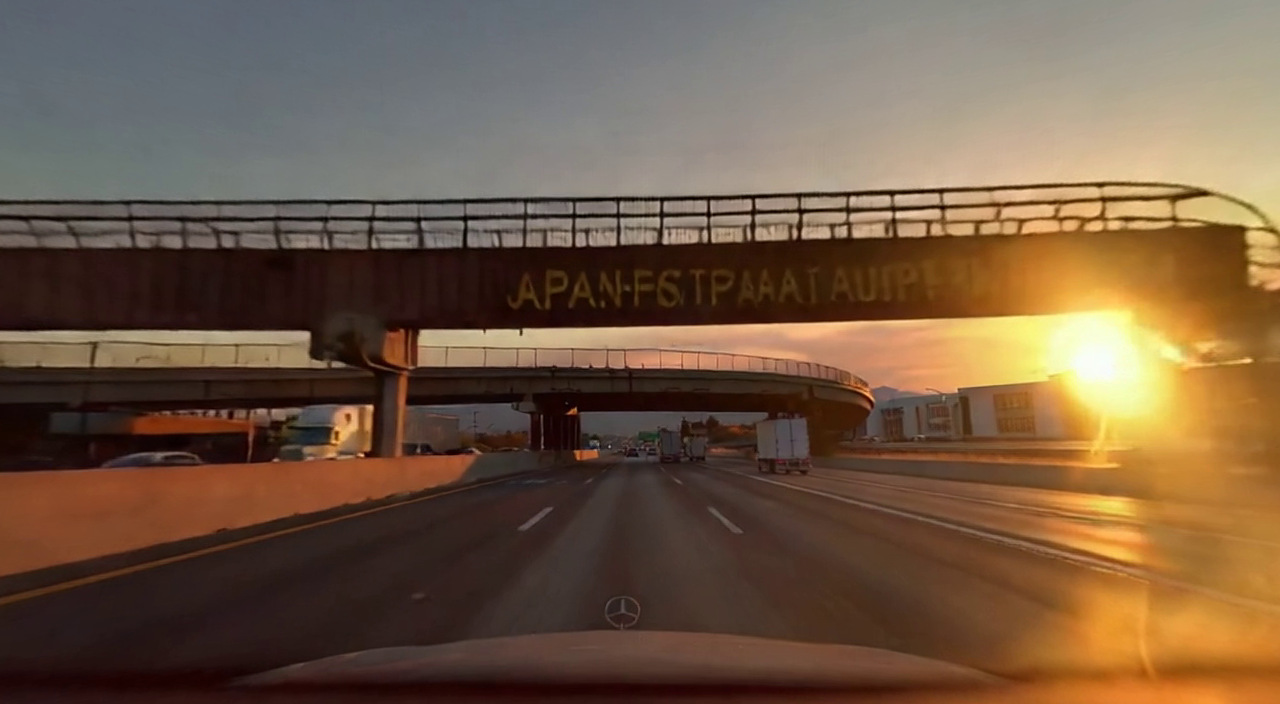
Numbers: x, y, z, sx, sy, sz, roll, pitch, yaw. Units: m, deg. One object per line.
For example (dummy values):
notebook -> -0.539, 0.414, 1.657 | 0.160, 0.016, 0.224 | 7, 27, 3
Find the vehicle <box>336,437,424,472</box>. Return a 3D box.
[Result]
vehicle -> -13.592, 5.411, 33.498 | 2.173, 1.709, 5.541 | 0, -9, 1

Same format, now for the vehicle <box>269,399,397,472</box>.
vehicle -> -17.402, 4.904, 36.712 | 3.000, 3.731, 8.444 | 0, -9, 1

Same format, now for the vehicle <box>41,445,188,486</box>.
vehicle -> -20.826, 4.510, 25.354 | 1.921, 1.473, 4.590 | 0, -9, 0

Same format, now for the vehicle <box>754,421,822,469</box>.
vehicle -> 10.998, 7.094, 48.017 | 2.912, 3.293, 9.588 | 0, -9, 0
